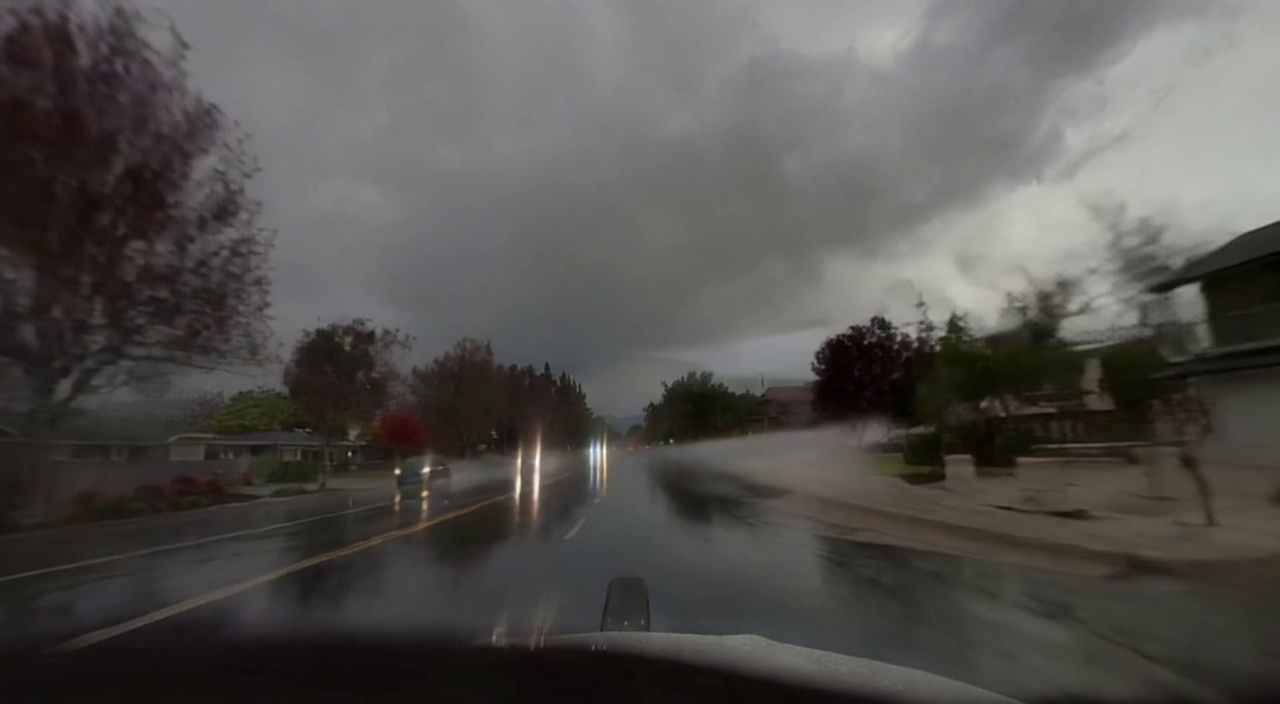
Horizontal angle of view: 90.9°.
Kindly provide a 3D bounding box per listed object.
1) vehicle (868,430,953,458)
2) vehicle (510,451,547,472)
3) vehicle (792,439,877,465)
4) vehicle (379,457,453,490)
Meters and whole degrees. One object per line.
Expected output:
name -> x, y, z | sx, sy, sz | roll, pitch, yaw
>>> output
vehicle -> 18.851, 6.454, 44.055 | 4.821, 1.832, 2.196 | 0, -9, -3
vehicle -> -8.489, 8.414, 48.485 | 1.961, 1.518, 4.846 | 0, -9, 0
vehicle -> 13.481, 6.937, 43.889 | 5.177, 1.468, 2.090 | -4, -7, 2
vehicle -> -11.185, 6.097, 31.908 | 2.026, 1.519, 4.534 | -1, -9, 1
